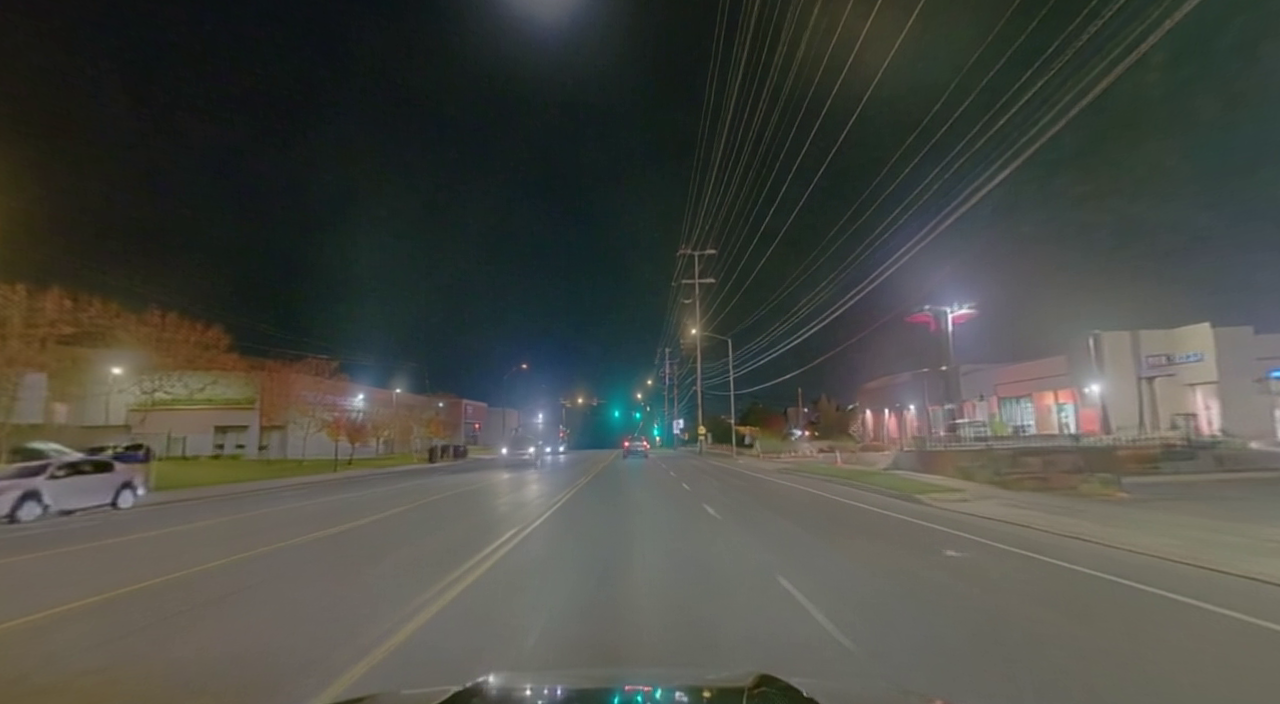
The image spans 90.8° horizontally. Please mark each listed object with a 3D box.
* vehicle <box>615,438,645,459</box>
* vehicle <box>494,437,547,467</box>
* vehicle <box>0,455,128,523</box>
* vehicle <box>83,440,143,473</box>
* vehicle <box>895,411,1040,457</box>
[{"bbox_3d":[-0.703,7.130,46.878,2.097,1.472,4.544,0,-8,0],"label":"vehicle"},{"bbox_3d":[-6.490,5.485,34.794,1.987,1.515,4.789,0,-8,0],"label":"vehicle"},{"bbox_3d":[-14.825,3.216,15.060,1.753,1.401,4.223,0,-8,-1],"label":"vehicle"},{"bbox_3d":[-27.791,5.467,33.424,2.002,1.592,4.739,7,-10,-36],"label":"vehicle"},{"bbox_3d":[13.527,3.421,26.301,4.836,1.750,2.079,0,-8,-1],"label":"vehicle"}]
